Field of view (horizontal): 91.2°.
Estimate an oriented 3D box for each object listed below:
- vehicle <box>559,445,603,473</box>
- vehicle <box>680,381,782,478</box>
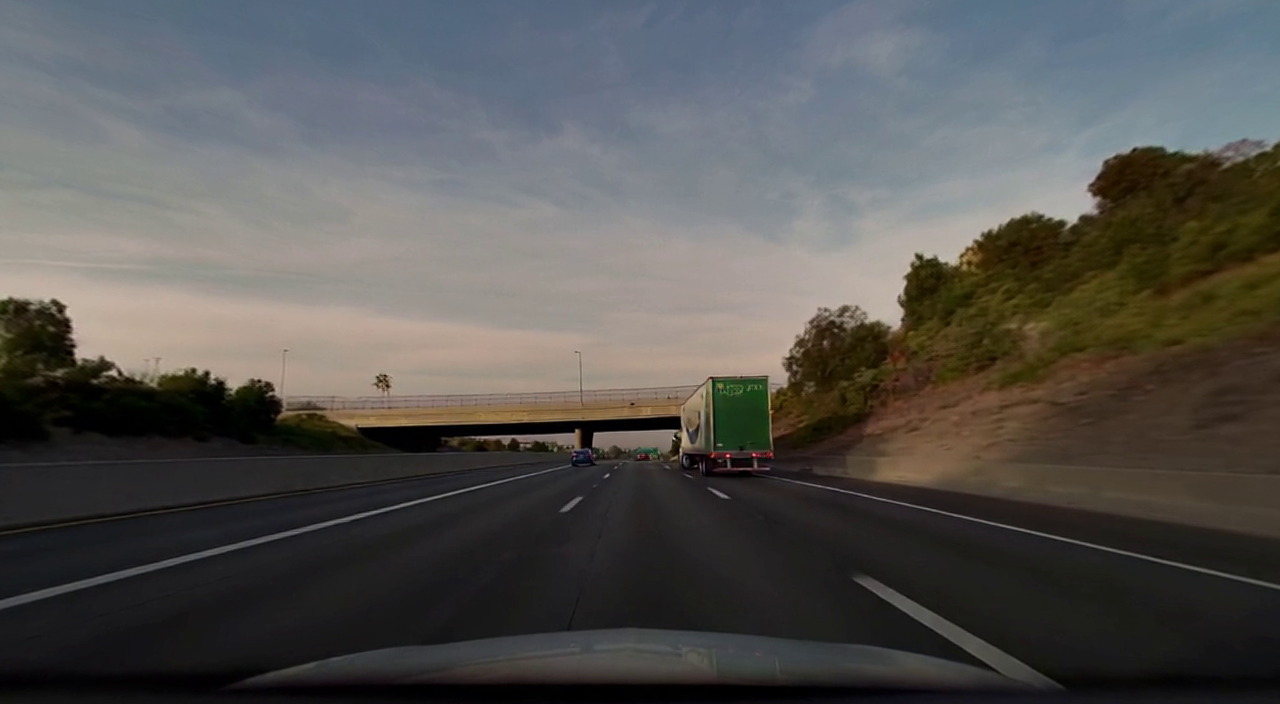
[{"bbox_3d":[-3.463,6.420,37.797,2.200,1.562,4.959,0,-9,0],"label":"vehicle"},{"bbox_3d":[4.330,4.475,34.639,2.928,4.021,17.190,0,-8,0],"label":"vehicle"}]
